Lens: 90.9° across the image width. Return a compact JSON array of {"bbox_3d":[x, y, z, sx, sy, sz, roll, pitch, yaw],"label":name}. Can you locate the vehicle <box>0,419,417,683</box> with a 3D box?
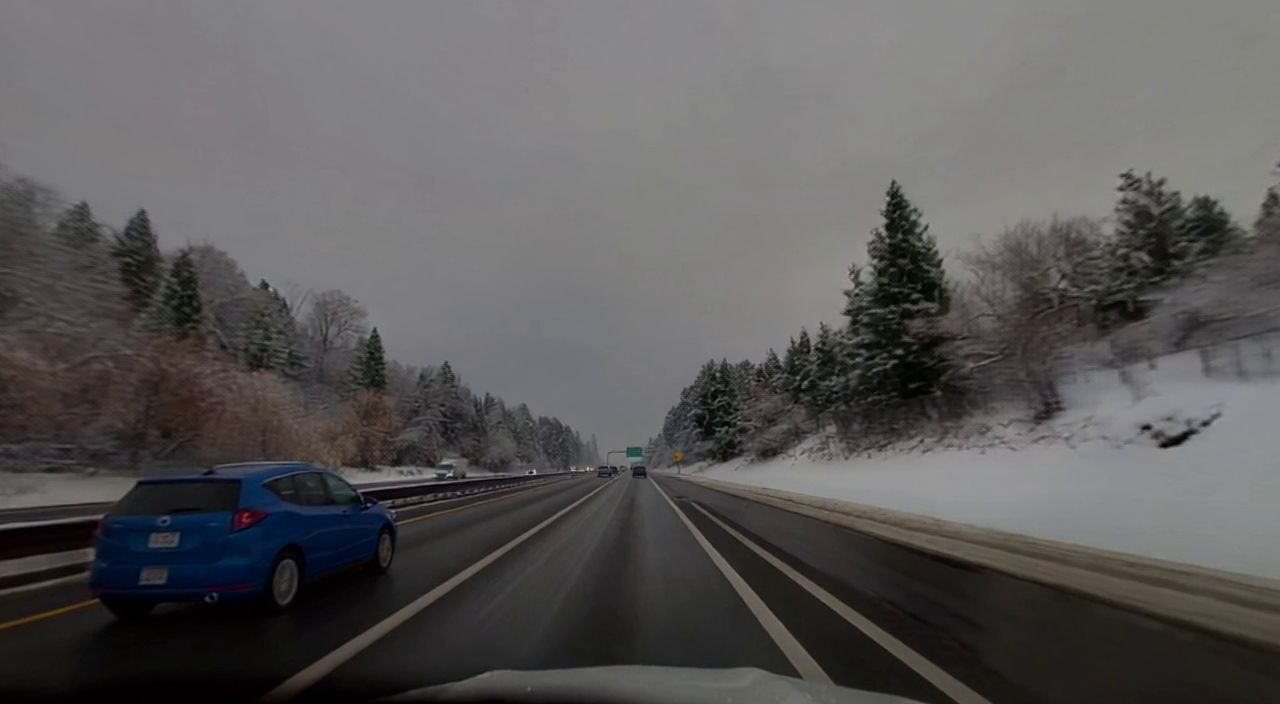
[{"bbox_3d":[-3.821,1.542,5.809,2.017,1.516,4.041,1,-11,0],"label":"vehicle"}]
